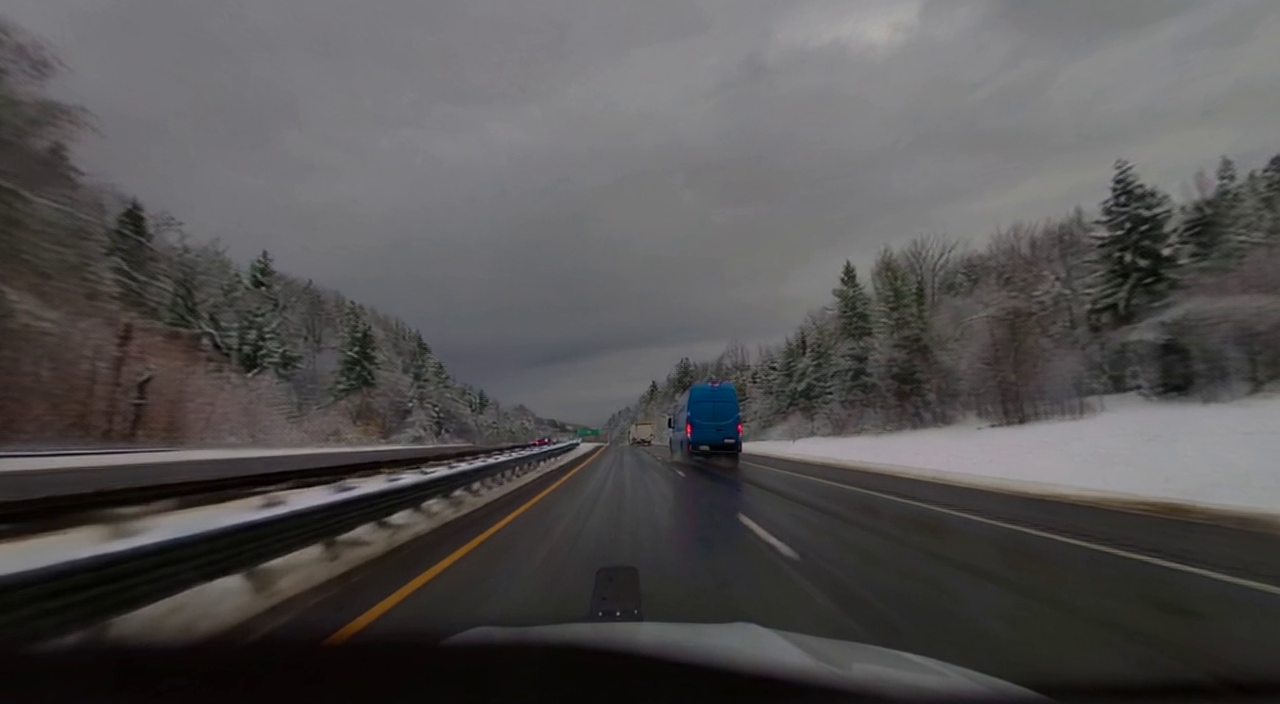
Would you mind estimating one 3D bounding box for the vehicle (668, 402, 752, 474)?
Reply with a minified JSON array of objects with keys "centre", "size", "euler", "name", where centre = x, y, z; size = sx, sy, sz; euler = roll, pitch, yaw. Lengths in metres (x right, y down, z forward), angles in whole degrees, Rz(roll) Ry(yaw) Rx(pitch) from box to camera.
[{"centre":[2.664,3.527,25.898],"size":[2.570,2.596,6.082],"euler":[0,-8,-2],"name":"vehicle"}]
